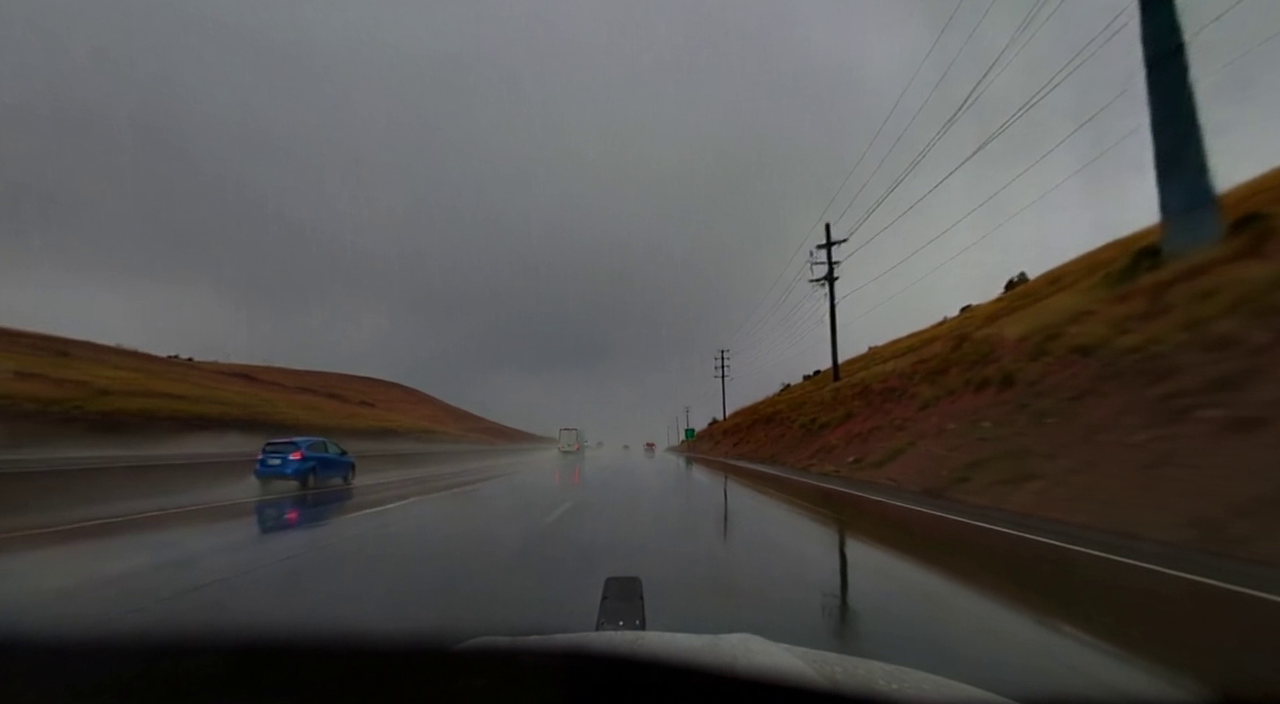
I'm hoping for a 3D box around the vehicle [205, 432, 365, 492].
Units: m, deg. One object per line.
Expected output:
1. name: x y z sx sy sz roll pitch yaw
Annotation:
1. vehicle: -10.482 3.278 19.150 1.971 1.558 4.847 1 -8 1
